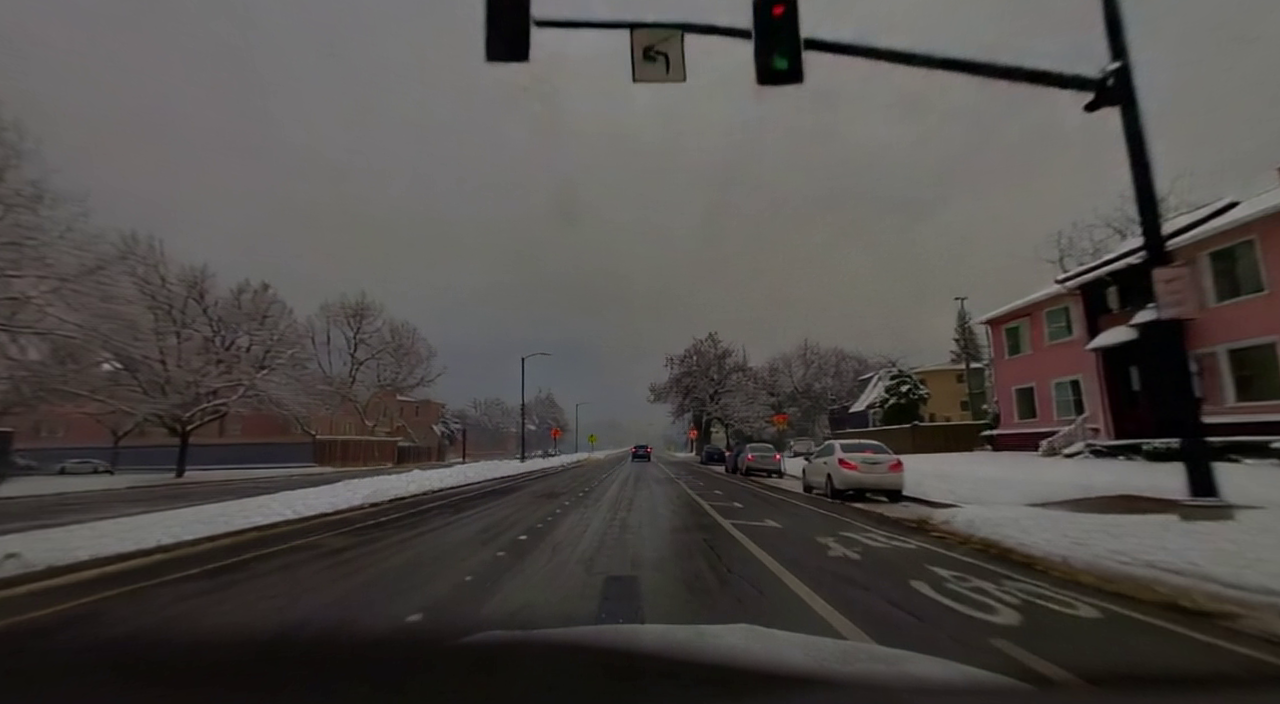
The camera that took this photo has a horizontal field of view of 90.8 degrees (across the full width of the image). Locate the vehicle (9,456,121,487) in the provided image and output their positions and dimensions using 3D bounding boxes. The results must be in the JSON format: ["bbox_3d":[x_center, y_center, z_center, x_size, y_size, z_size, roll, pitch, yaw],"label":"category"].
[{"bbox_3d":[-37.852,7.846,41.691,4.982,1.915,2.401,0,-9,0],"label":"vehicle"}]

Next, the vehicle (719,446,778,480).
[{"bbox_3d":[5.553,5.736,33.111,2.131,1.604,5.543,0,-9,0],"label":"vehicle"}]

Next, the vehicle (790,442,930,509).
[{"bbox_3d":[5.741,3.271,17.291,2.066,1.552,4.799,0,-9,-1],"label":"vehicle"}]
